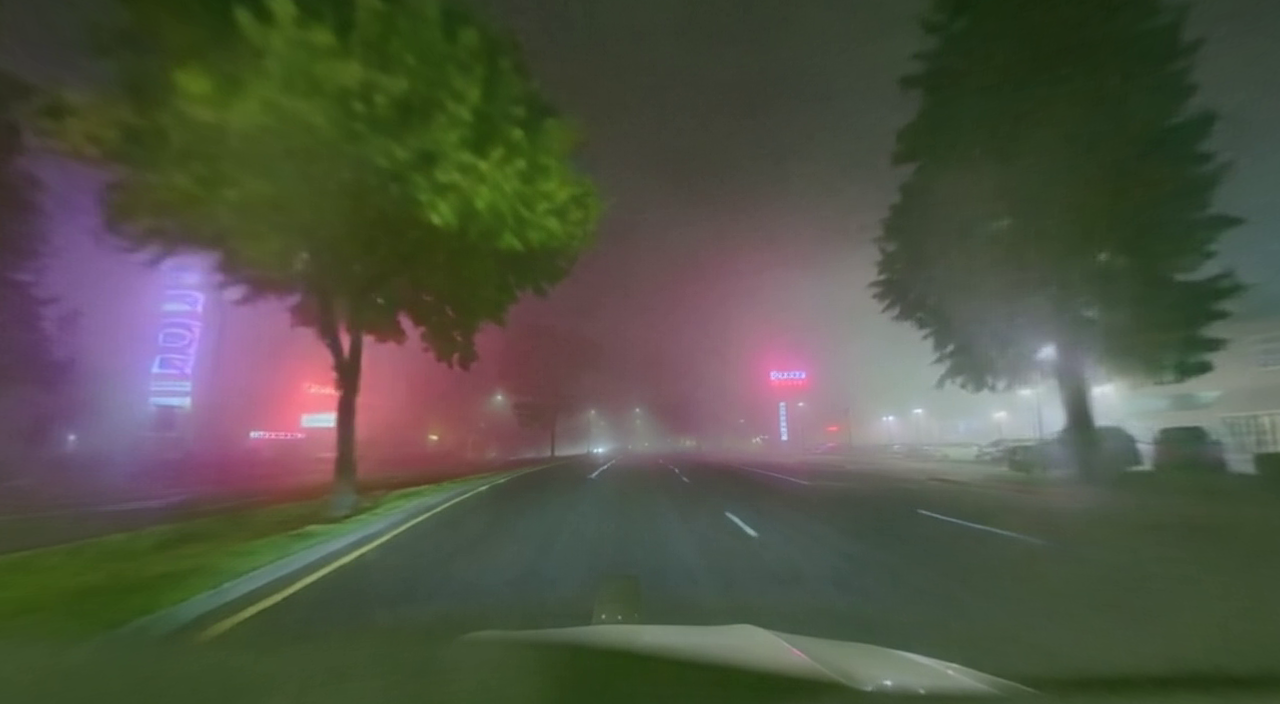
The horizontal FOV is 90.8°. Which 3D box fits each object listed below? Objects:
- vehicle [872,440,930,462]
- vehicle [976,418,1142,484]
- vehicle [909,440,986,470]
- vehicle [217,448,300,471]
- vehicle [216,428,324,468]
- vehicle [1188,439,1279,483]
[{"bbox_3d":[18.654,7.125,45.403,1.846,1.466,4.679,1,-9,-4],"label":"vehicle"},{"bbox_3d":[14.947,3.611,23.080,2.235,2.016,5.481,-2,-9,0],"label":"vehicle"},{"bbox_3d":[16.449,5.517,34.088,1.880,1.477,4.556,0,-9,1],"label":"vehicle"},{"bbox_3d":[-27.504,7.766,45.651,4.564,1.494,2.183,-1,-10,-2],"label":"vehicle"},{"bbox_3d":[-28.248,7.377,48.448,6.354,2.899,2.812,0,-9,0],"label":"vehicle"},{"bbox_3d":[22.673,3.857,22.561,1.791,1.458,4.316,0,-9,-12],"label":"vehicle"}]
